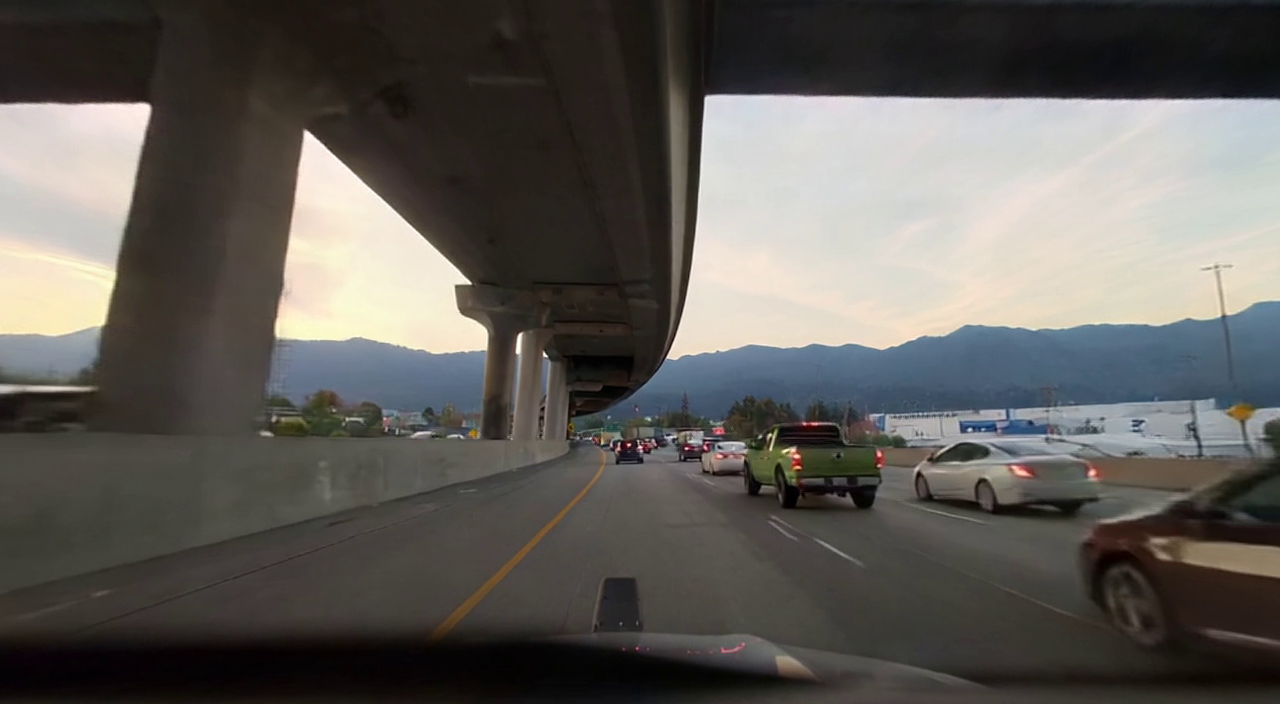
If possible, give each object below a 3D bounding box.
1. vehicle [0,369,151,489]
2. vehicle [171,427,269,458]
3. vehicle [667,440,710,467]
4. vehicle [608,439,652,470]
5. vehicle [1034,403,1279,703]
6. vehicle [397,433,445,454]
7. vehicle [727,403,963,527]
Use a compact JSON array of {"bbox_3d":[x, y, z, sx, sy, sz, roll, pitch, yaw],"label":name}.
[{"bbox_3d":[-10.943,1.275,10.323,2.118,1.831,4.729,0,-8,-1],"label":"vehicle"},{"bbox_3d":[-21.550,4.688,32.722,1.899,1.489,4.952,0,-8,-3],"label":"vehicle"},{"bbox_3d":[2.923,6.251,39.090,2.057,1.517,4.538,0,-8,-3],"label":"vehicle"},{"bbox_3d":[-0.570,5.517,34.287,2.266,1.549,3.978,0,-8,-1],"label":"vehicle"},{"bbox_3d":[3.907,0.863,2.043,2.048,1.497,4.952,0,-8,0],"label":"vehicle"},{"bbox_3d":[-16.242,6.846,47.099,1.974,1.493,4.796,0,-8,-2],"label":"vehicle"},{"bbox_3d":[3.933,2.407,14.150,2.747,2.061,7.011,0,-8,-2],"label":"vehicle"}]
